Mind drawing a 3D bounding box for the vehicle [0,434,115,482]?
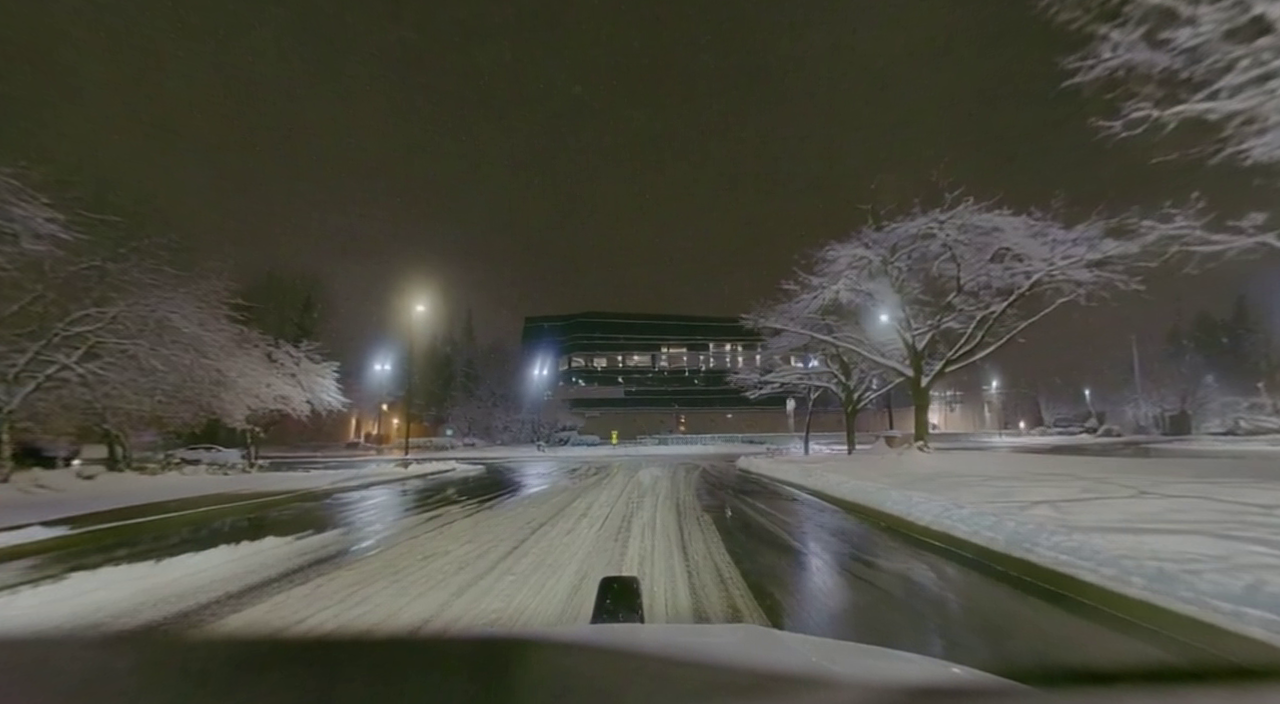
[{"bbox_3d":[-26.420,4.666,28.209,1.963,1.931,4.715,1,-8,-2],"label":"vehicle"}]
